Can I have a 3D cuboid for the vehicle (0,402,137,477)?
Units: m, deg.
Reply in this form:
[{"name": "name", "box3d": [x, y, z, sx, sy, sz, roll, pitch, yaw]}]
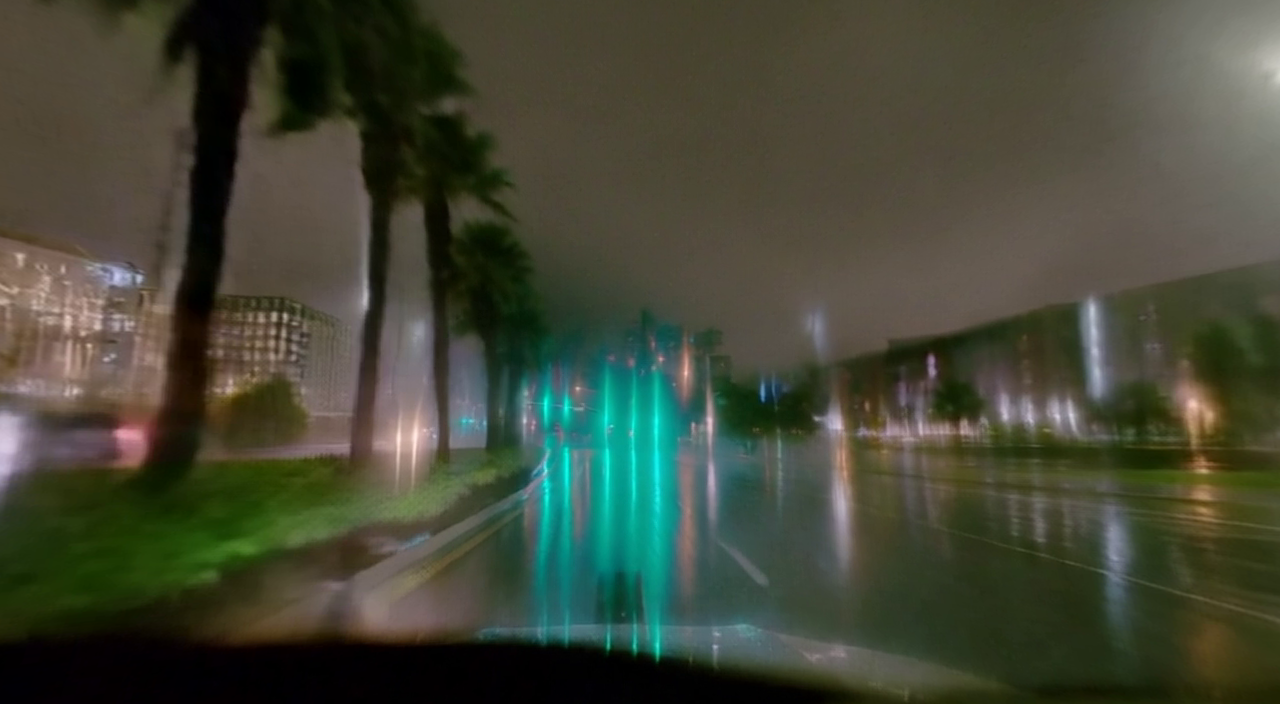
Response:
[{"name": "vehicle", "box3d": [-15.828, 2.291, 16.319, 2.061, 1.699, 4.606, 0, -9, -4]}]
